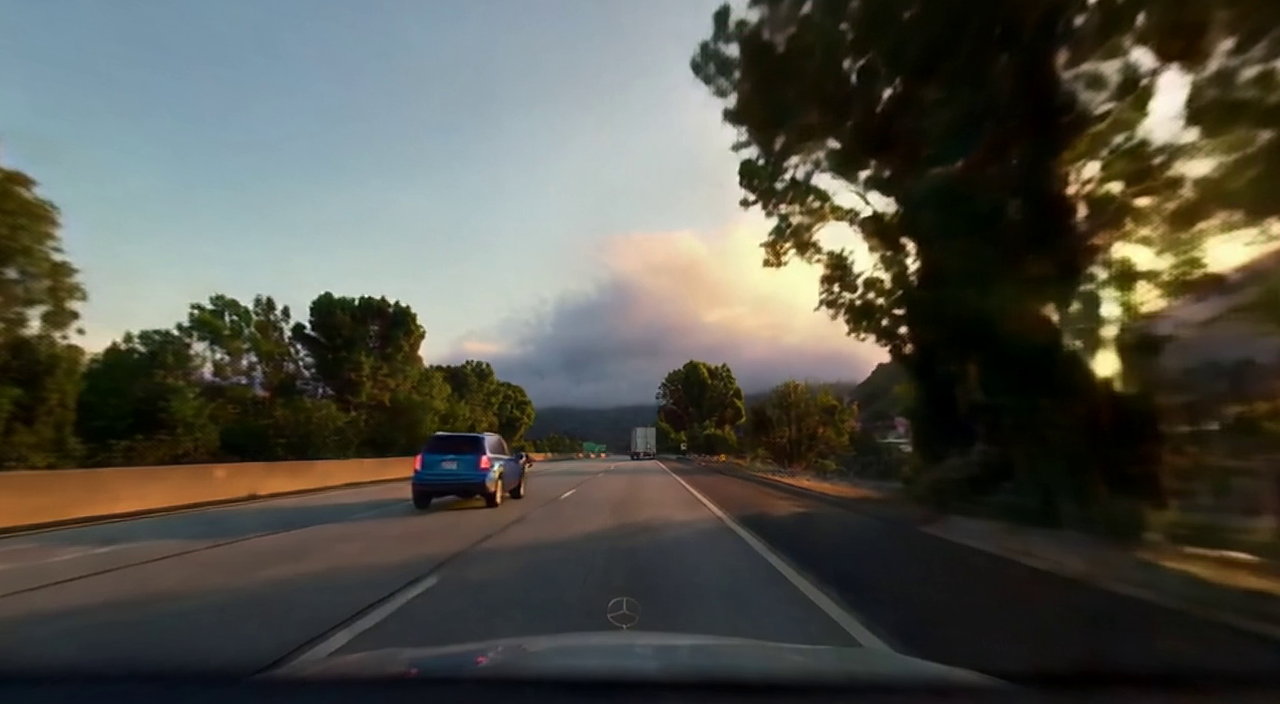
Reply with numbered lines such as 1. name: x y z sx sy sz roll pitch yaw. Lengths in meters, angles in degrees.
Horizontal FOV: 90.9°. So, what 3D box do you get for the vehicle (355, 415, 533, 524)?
1. vehicle: -3.898 2.483 13.764 2.124 1.888 5.226 -1 -9 1
